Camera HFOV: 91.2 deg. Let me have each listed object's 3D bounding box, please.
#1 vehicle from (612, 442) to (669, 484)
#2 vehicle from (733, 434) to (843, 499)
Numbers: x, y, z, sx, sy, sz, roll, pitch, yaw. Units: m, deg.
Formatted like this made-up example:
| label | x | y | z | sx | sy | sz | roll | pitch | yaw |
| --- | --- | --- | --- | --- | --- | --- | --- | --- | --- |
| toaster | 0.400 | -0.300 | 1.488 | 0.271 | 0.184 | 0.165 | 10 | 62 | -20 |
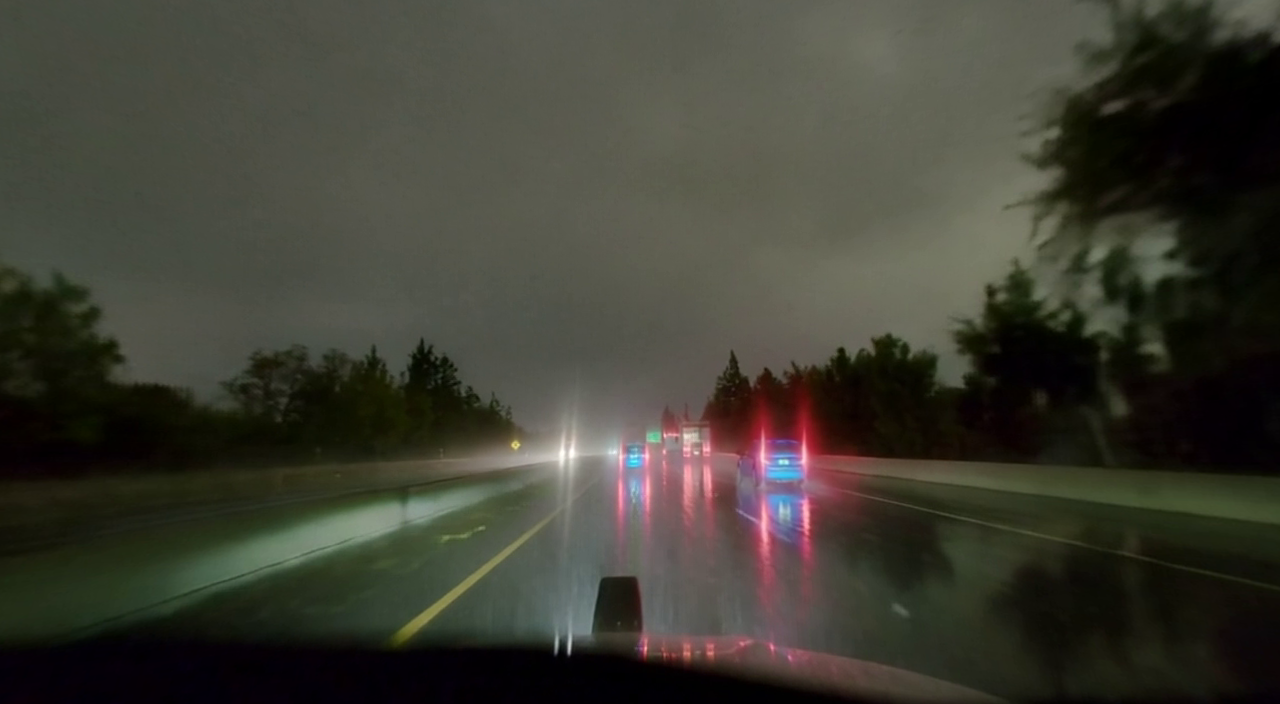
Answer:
| label | x | y | z | sx | sy | sz | roll | pitch | yaw |
| --- | --- | --- | --- | --- | --- | --- | --- | --- | --- |
| vehicle | -0.004 | 4.383 | 25.013 | 2.066 | 1.490 | 3.759 | -1 | -9 | 0 |
| vehicle | 3.905 | 3.103 | 17.328 | 1.953 | 1.540 | 4.101 | 0 | -9 | -1 |
